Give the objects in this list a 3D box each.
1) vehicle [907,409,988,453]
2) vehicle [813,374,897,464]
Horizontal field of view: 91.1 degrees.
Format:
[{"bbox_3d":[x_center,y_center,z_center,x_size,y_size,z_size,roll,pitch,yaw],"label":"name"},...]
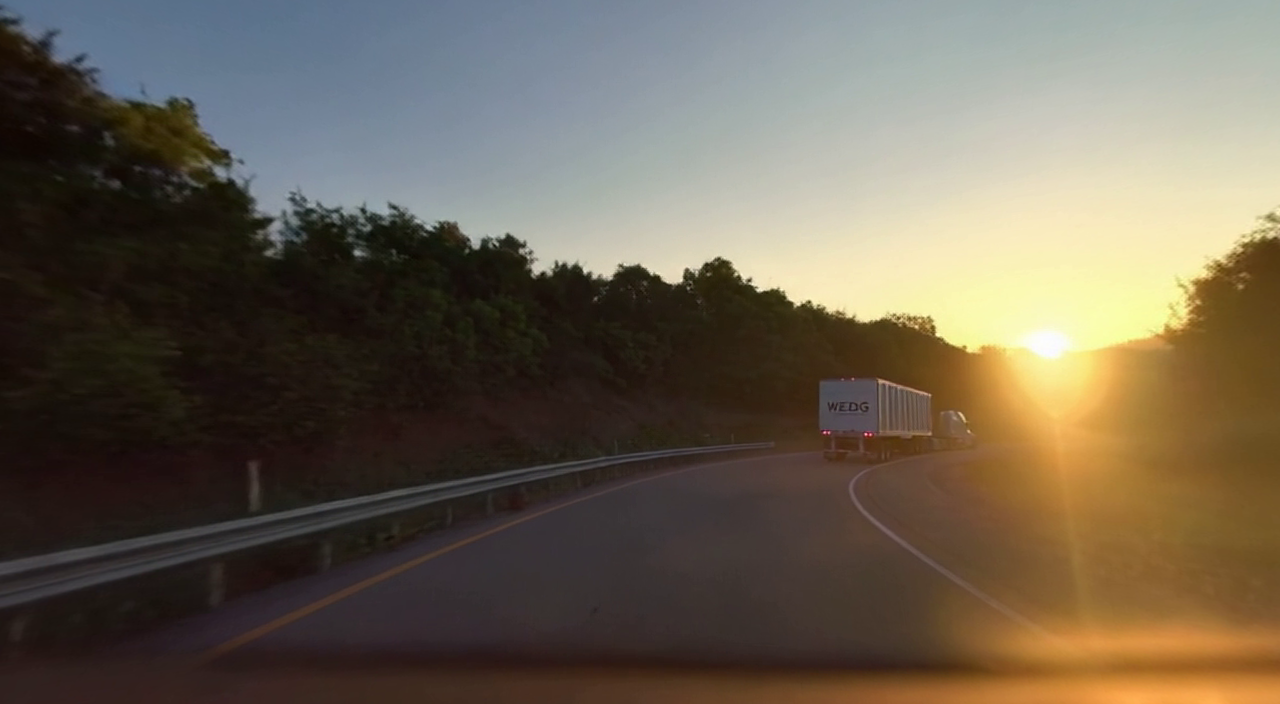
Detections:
[{"bbox_3d":[19.067,4.908,38.775,6.650,2.524,2.120,7,-11,-43],"label":"vehicle"},{"bbox_3d":[9.805,3.105,28.584,2.963,3.771,3.137,-4,-9,29],"label":"vehicle"}]
